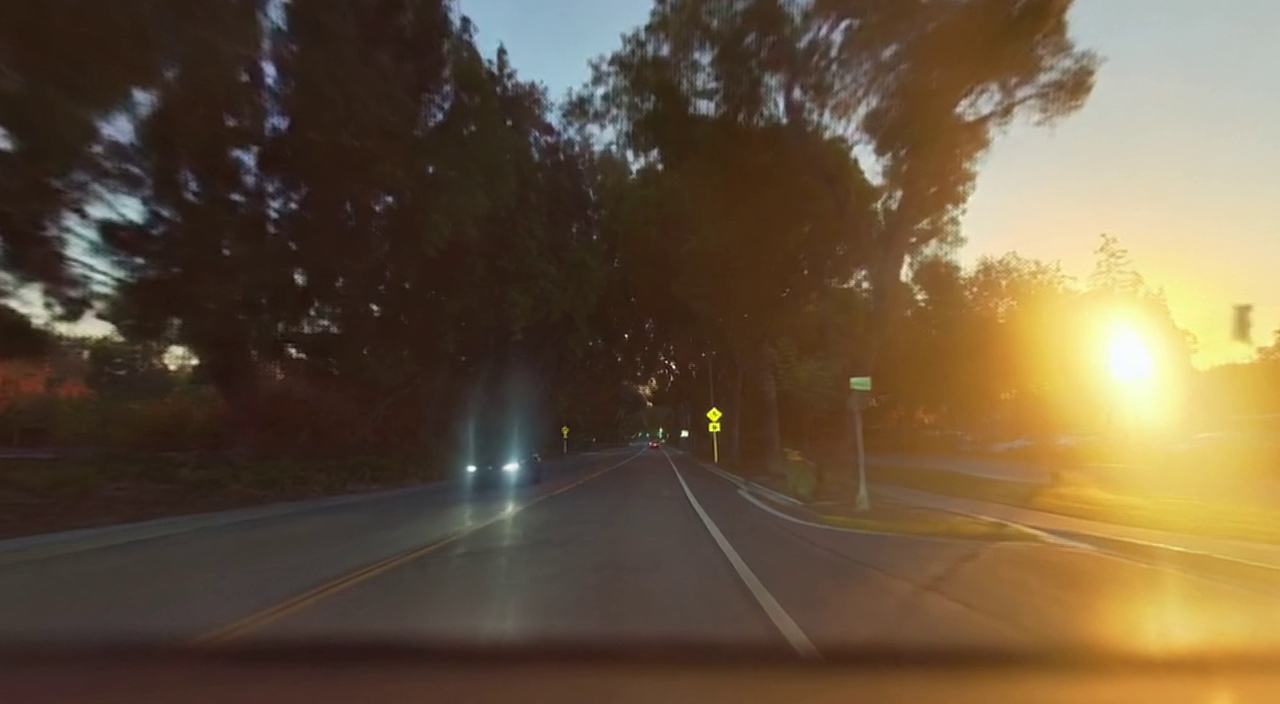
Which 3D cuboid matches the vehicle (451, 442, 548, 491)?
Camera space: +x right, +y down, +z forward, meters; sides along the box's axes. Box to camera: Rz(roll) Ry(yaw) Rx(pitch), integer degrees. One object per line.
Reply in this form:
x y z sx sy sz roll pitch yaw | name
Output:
-4.310 3.553 20.015 1.923 1.366 3.965 -1 -8 4 | vehicle
